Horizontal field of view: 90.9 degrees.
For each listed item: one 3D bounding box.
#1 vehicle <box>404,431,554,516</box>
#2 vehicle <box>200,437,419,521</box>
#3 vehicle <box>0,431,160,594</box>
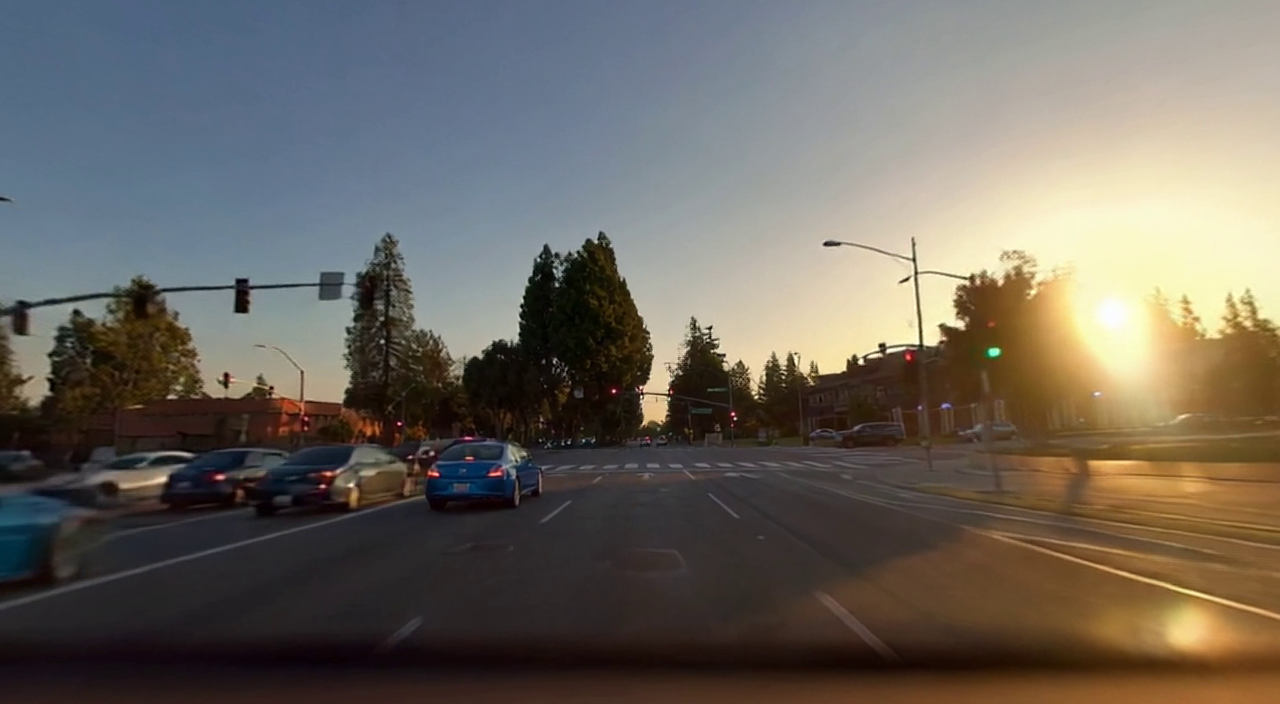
[{"bbox_3d":[-3.161,2.487,13.417,1.924,1.480,4.421,-1,-8,2],"label":"vehicle"},{"bbox_3d":[-6.790,2.640,13.720,2.133,1.485,4.681,-1,-8,2],"label":"vehicle"},{"bbox_3d":[-6.818,1.406,5.300,2.006,1.461,4.476,-1,-8,0],"label":"vehicle"}]
